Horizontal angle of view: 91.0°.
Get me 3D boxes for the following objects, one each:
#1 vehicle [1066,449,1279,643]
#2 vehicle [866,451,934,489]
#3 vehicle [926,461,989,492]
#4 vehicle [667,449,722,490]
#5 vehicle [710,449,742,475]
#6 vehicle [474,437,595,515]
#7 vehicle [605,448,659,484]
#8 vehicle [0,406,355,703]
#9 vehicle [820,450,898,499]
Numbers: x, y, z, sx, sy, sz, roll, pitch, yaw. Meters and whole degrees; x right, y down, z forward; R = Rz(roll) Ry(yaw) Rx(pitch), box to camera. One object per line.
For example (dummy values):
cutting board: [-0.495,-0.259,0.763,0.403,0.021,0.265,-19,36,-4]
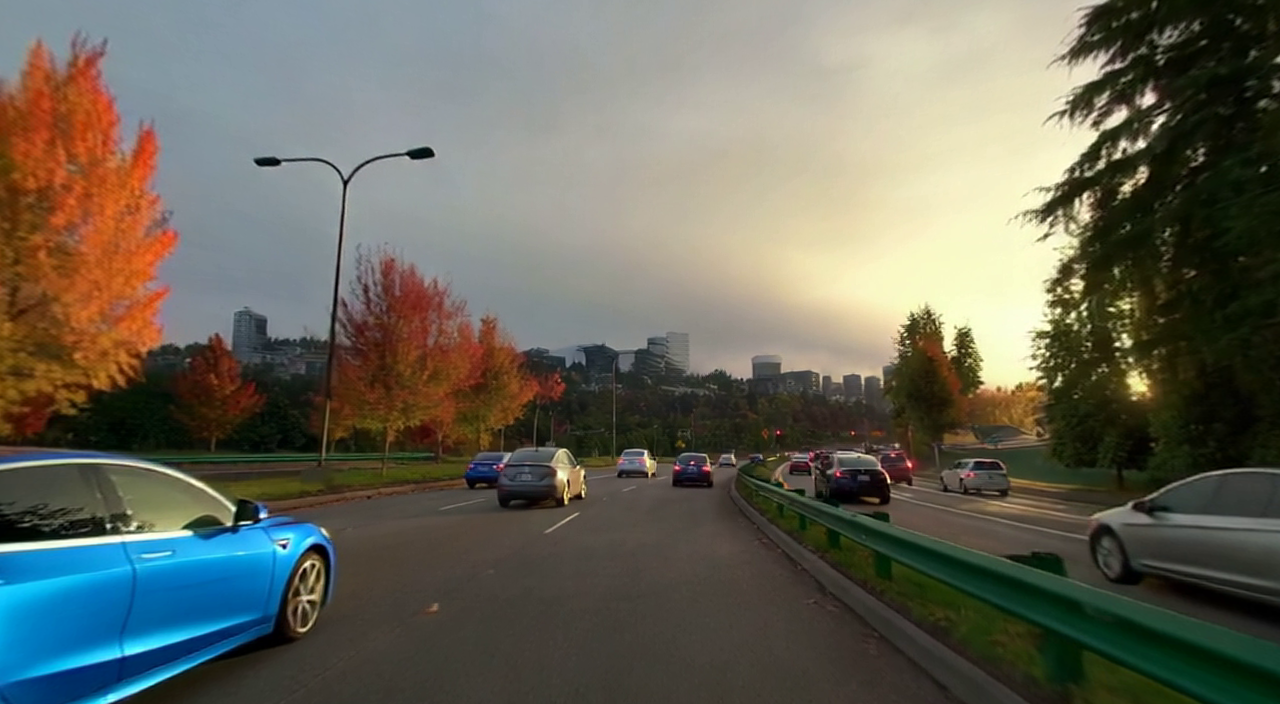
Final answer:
vehicle: [6.018,1.572,5.118,1.869,1.516,4.753,0,-9,1]
vehicle: [13.319,6.041,32.619,2.121,1.777,4.755,-1,-9,9]
vehicle: [17.670,6.939,35.270,1.816,1.481,4.422,-1,-9,8]
vehicle: [2.328,4.737,25.850,2.015,1.506,4.276,-1,-9,8]
vehicle: [6.125,7.707,44.440,1.977,1.704,3.841,-1,-9,11]
vehicle: [-2.495,3.076,16.147,1.979,1.663,4.513,0,-9,5]
vehicle: [-0.316,5.530,30.903,1.930,1.635,4.260,-1,-9,9]
vehicle: [-3.354,1.037,2.904,1.921,1.503,4.317,0,-9,2]
vehicle: [8.035,4.480,23.476,1.768,1.634,4.064,0,-9,5]
